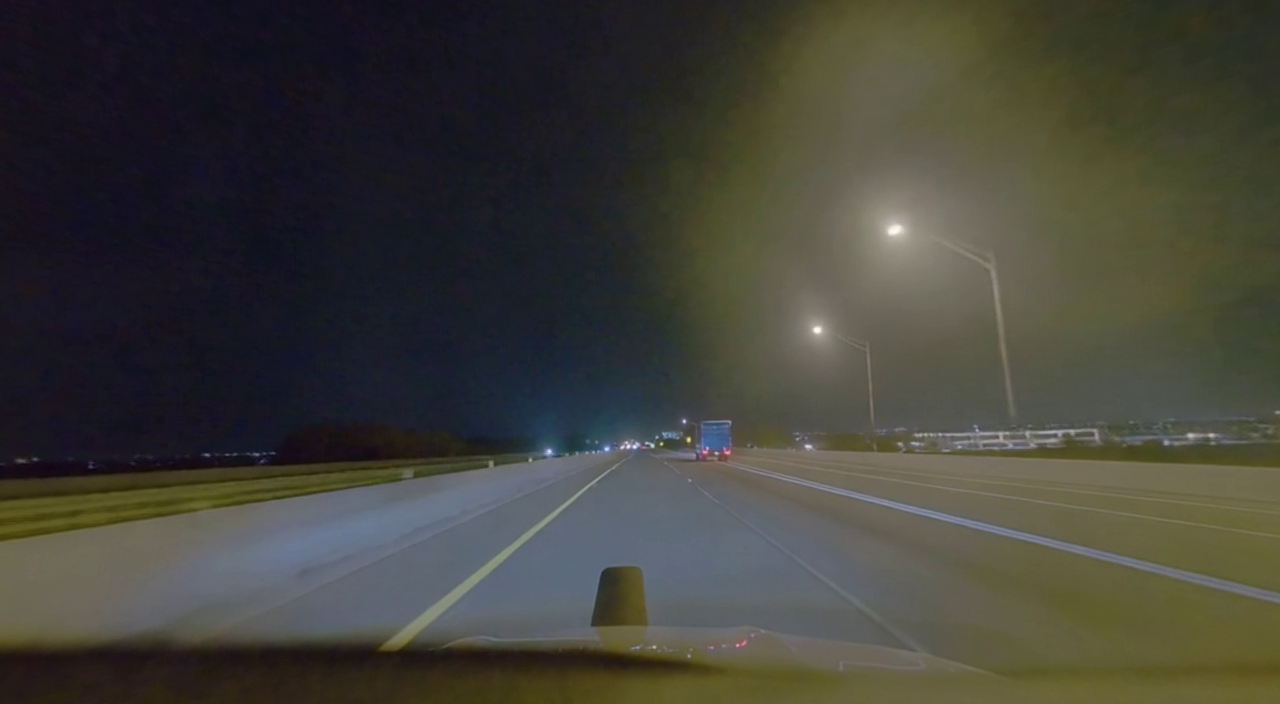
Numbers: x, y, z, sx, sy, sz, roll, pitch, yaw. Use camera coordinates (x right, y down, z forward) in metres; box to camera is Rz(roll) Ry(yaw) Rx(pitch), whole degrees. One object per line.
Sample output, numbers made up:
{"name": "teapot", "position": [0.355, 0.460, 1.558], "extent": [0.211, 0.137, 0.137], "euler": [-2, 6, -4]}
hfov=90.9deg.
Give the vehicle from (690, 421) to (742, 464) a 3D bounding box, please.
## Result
{"name": "vehicle", "position": [4.641, 5.728, 39.760], "extent": [2.430, 2.495, 6.062], "euler": [0, -8, -1]}
